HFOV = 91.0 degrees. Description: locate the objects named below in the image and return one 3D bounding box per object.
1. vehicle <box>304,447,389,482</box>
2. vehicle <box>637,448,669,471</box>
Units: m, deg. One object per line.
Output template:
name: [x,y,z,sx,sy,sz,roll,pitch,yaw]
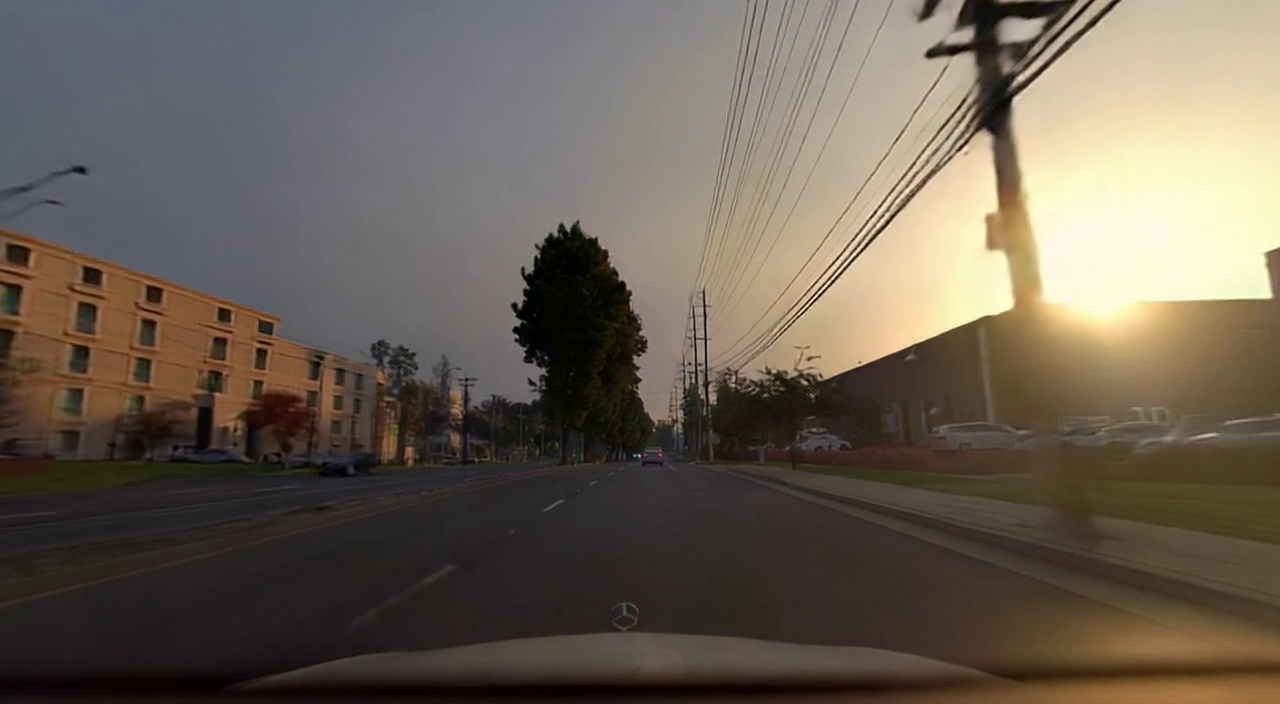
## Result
vehicle: [-13.905,5.323,30.129,1.831,1.474,4.352,0,-8,2]
vehicle: [0.901,7.407,43.652,2.114,1.492,4.453,0,-8,1]
